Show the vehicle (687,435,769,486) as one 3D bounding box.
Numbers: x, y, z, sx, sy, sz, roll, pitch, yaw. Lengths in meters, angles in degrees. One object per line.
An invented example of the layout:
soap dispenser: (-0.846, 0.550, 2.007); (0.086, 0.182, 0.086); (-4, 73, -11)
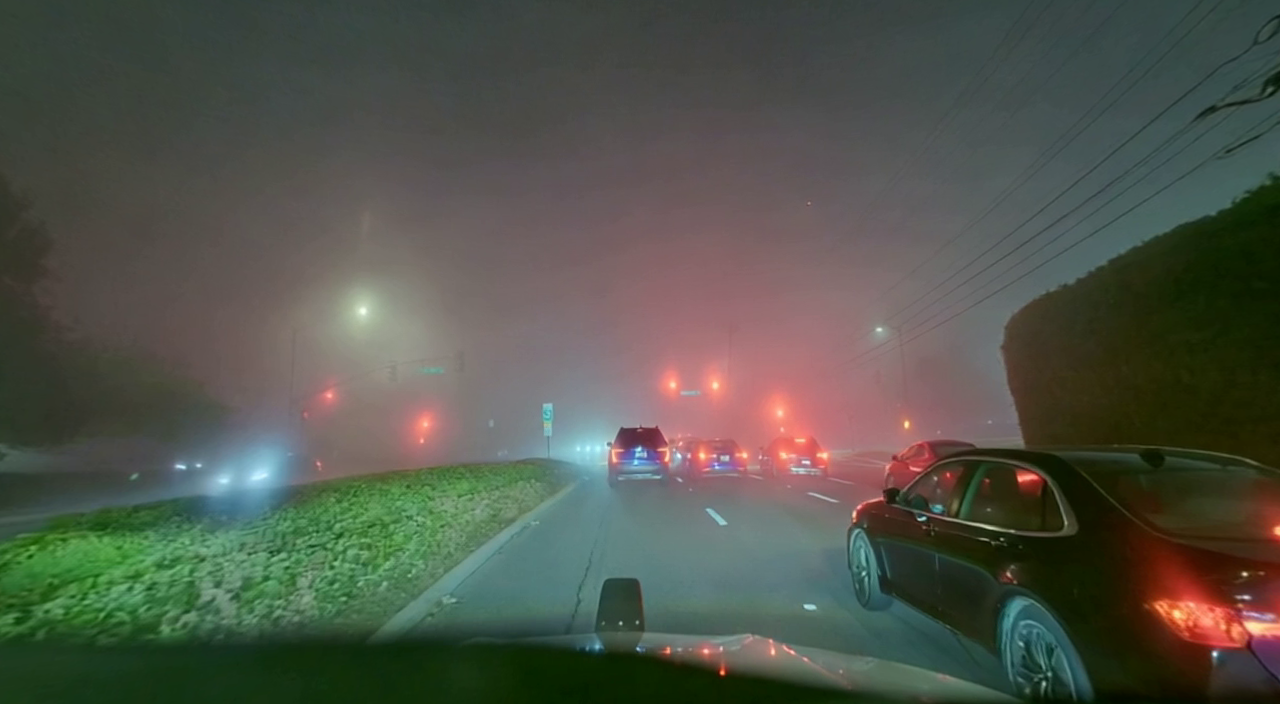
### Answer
vehicle: (2.778, 3.558, 21.029); (2.025, 1.477, 4.333); (0, -8, -1)

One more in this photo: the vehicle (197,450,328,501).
vehicle: (-12.515, 4.077, 21.329); (1.952, 1.475, 4.442); (0, -8, -5)

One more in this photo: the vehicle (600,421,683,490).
vehicle: (0.021, 3.190, 19.682); (2.236, 1.856, 4.816); (0, -8, 0)

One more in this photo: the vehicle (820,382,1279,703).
vehicle: (2.761, 1.122, 3.833); (2.004, 1.460, 4.297); (0, -8, -1)

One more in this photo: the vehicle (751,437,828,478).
vehicle: (5.872, 4.201, 25.378); (1.926, 1.472, 4.449); (0, -8, -1)

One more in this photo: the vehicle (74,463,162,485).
vehicle: (-38.140, 8.884, 46.234); (4.625, 1.455, 2.029); (0, -8, 1)

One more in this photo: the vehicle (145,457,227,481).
vehicle: (-33.346, 8.572, 46.485); (4.550, 1.601, 1.766); (0, -8, -5)
